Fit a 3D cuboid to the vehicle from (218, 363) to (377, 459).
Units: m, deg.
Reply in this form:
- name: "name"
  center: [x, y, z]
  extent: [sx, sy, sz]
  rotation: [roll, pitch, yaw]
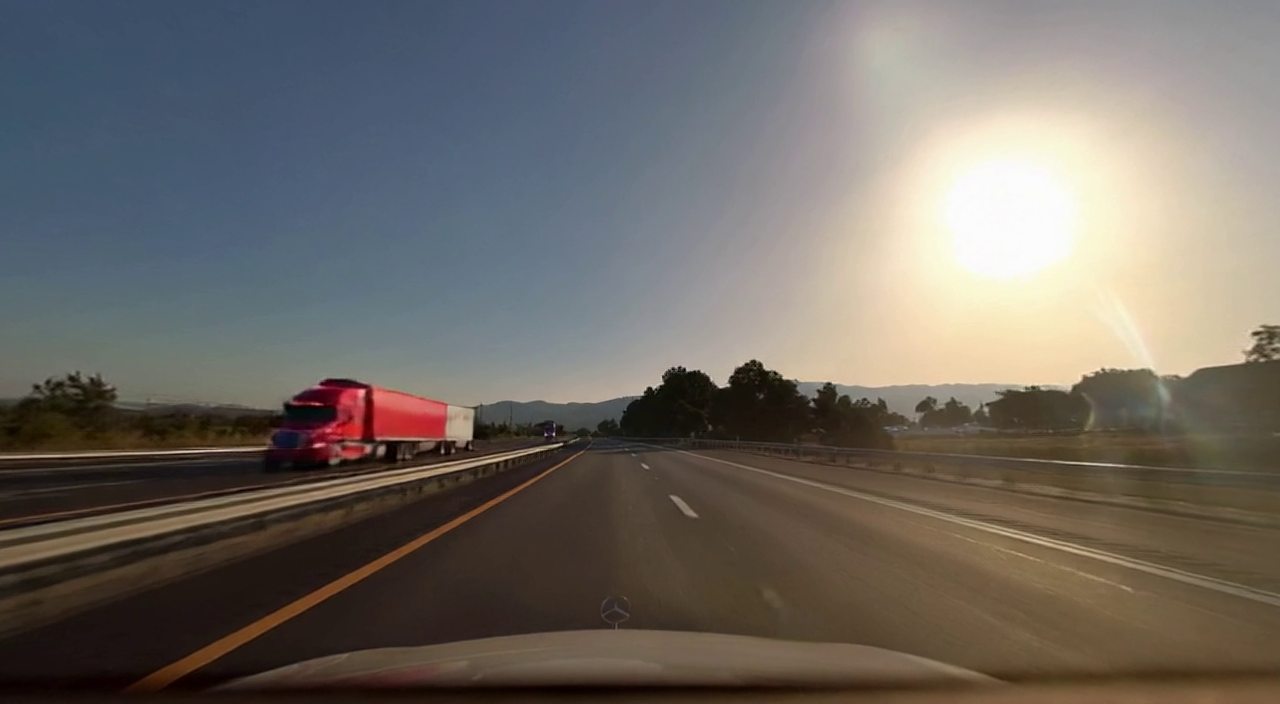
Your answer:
- name: "vehicle"
  center: [-14.526, 2.713, 27.641]
  extent: [2.889, 3.606, 7.557]
  rotation: [0, -8, -2]
